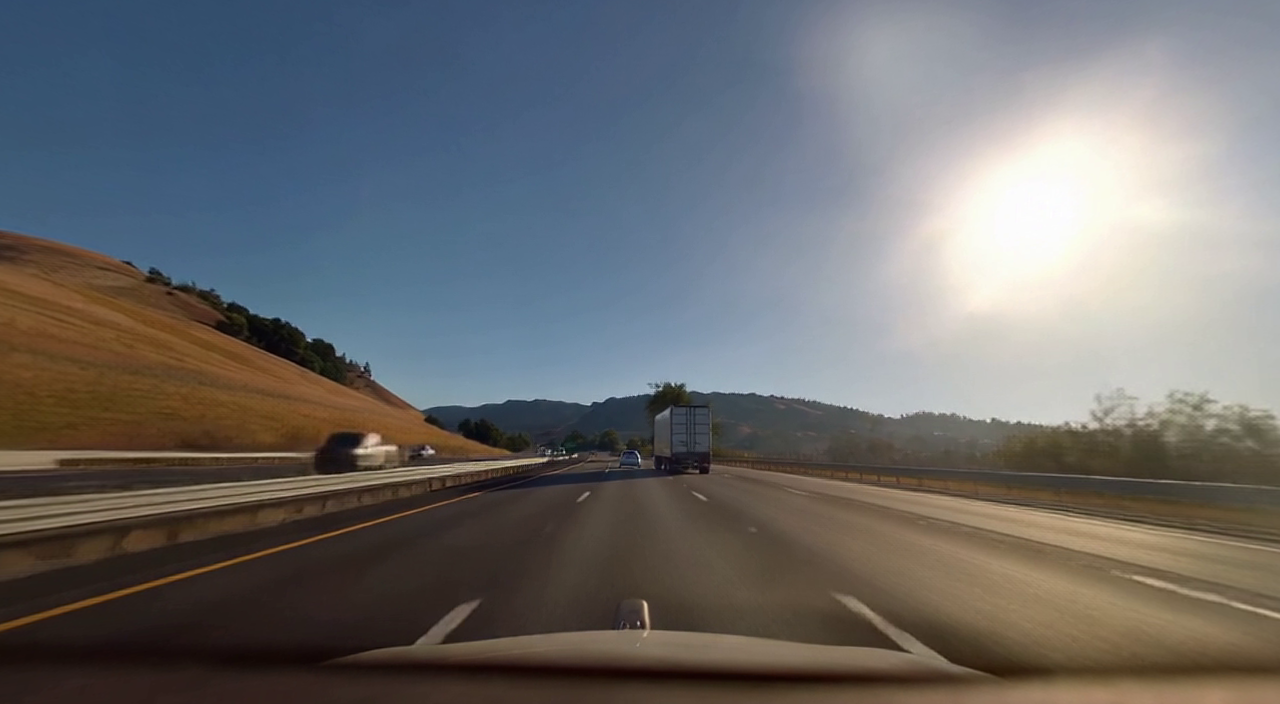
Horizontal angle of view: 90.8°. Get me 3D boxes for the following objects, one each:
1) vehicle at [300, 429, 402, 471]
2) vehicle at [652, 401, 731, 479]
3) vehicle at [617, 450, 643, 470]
[{"bbox_3d":[-11.759,4.049,26.067,2.004,1.522,4.569,0,-9,1],"label":"vehicle"},{"bbox_3d":[2.966,6.031,42.483,3.462,4.177,16.311,0,-9,-2],"label":"vehicle"},{"bbox_3d":[-0.734,8.118,47.698,1.898,1.438,4.053,0,-9,-1],"label":"vehicle"}]
